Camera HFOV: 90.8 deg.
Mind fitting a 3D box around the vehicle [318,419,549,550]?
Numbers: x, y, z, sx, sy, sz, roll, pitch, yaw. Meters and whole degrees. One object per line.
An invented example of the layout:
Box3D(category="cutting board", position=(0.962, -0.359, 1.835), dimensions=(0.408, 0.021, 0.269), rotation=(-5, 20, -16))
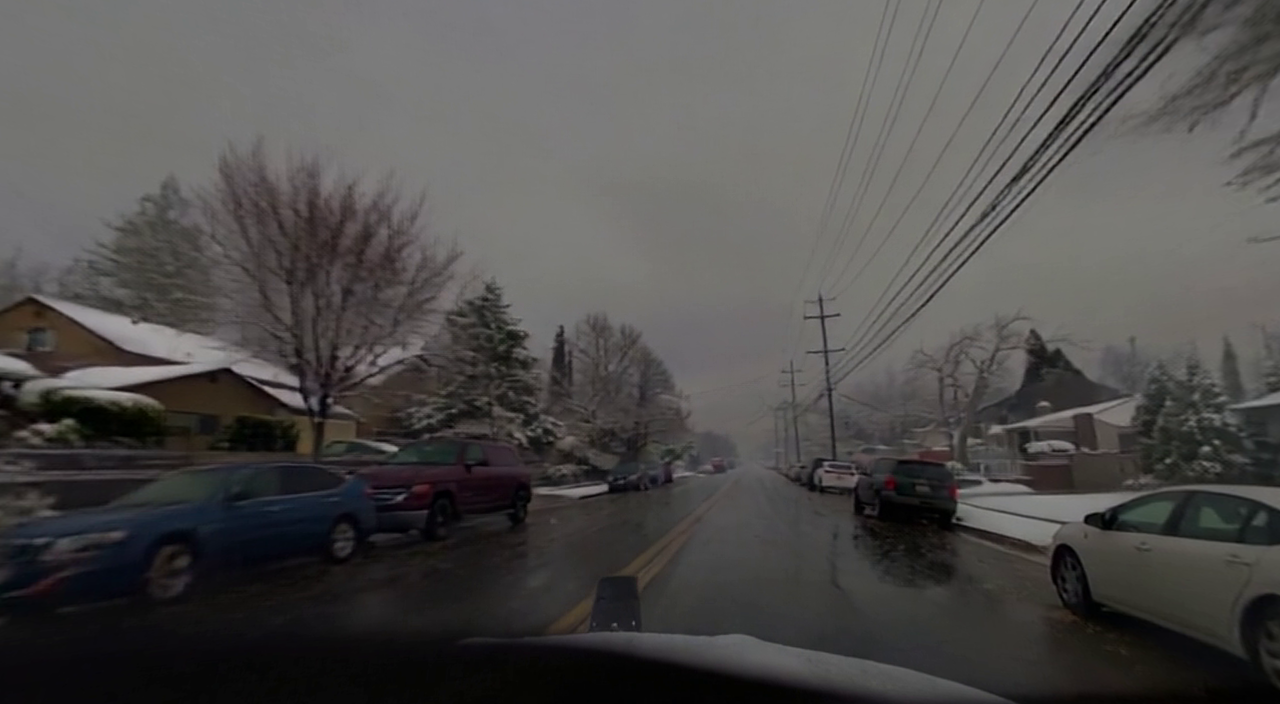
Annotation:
Box3D(category="vehicle", position=(-3.646, 2.564, 12.448), dimensions=(2.194, 1.995, 4.814), rotation=(-4, -11, 11))

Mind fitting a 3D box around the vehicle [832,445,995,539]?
Box3D(category="vehicle", position=(7.086, 3.619, 17.292), dimensions=(2.547, 2.075, 5.693), rotation=(-1, -9, 7))

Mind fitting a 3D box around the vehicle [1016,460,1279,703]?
Box3D(category="vehicle", position=(4.961, 1.641, 4.808), dimensions=(1.973, 1.517, 4.604), rotation=(-1, -9, 9))

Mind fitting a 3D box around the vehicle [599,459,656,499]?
Box3D(category="vehicle", position=(-0.505, 6.072, 30.535), dimensions=(1.971, 1.648, 4.638), rotation=(-1, -9, 9))

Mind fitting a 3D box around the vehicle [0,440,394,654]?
Box3D(category="vehicle", position=(-4.755, 1.805, 6.688), dimensions=(1.823, 1.427, 4.407), rotation=(-4, -12, 12))
